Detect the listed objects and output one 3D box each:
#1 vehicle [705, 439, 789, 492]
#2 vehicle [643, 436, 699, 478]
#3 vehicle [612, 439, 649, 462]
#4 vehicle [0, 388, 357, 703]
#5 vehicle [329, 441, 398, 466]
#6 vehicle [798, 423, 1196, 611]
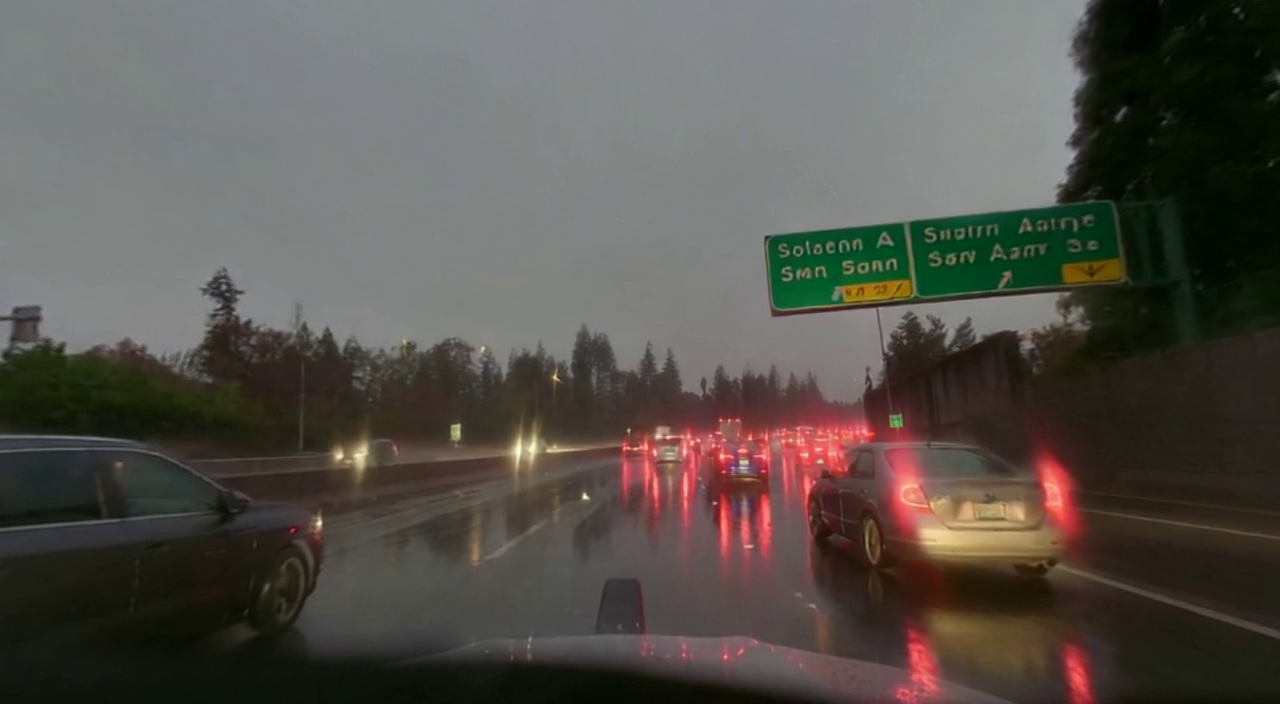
[{"bbox_3d":[3.292,3.612,20.309,2.009,1.489,4.559,0,-9,2],"label":"vehicle"},{"bbox_3d":[1.344,4.461,26.883,2.201,1.614,3.803,-1,-9,4],"label":"vehicle"},{"bbox_3d":[-0.622,7.049,45.140,2.059,1.516,4.236,-1,-9,7],"label":"vehicle"},{"bbox_3d":[-3.218,0.977,2.620,1.937,1.558,4.469,0,-9,1],"label":"vehicle"},{"bbox_3d":[-20.806,7.683,47.688,2.328,1.767,5.383,-1,-9,6],"label":"vehicle"},{"bbox_3d":[3.463,1.697,7.468,2.014,1.489,4.696,0,-9,1],"label":"vehicle"}]
